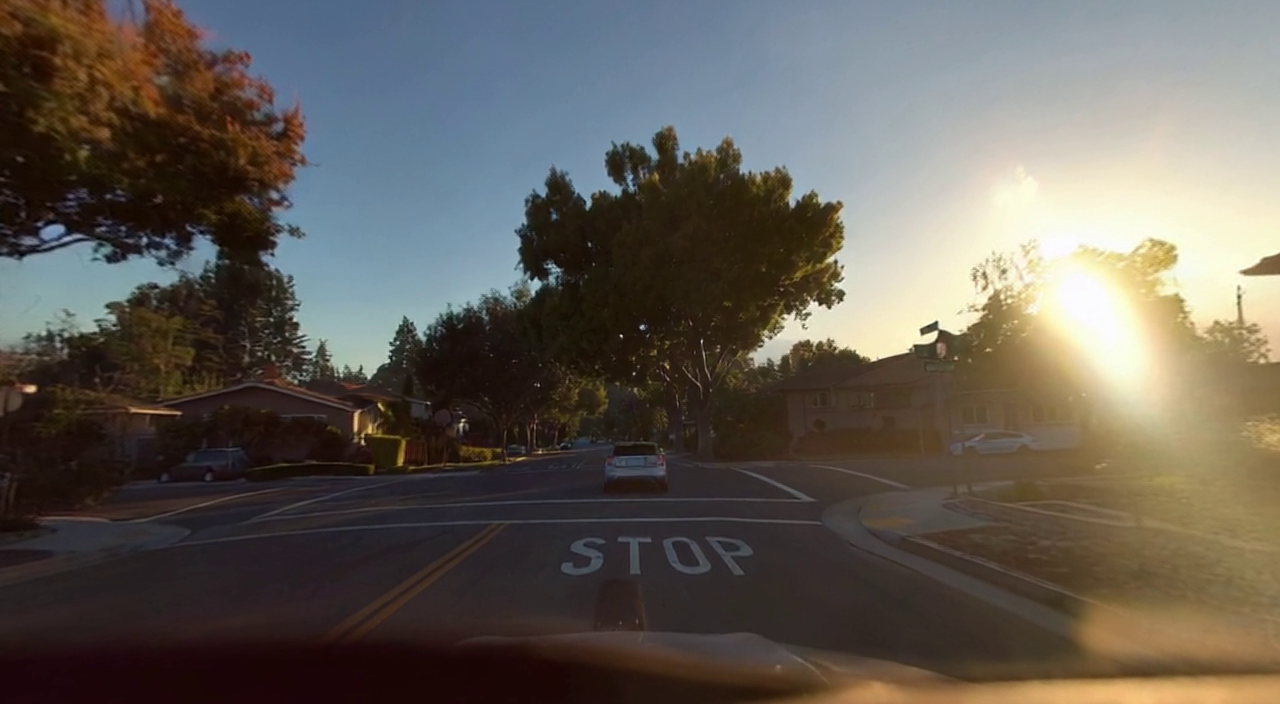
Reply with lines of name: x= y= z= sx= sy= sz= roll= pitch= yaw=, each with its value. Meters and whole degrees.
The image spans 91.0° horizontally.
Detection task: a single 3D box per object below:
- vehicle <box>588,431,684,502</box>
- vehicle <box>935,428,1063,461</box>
vehicle: x=-0.175 y=2.751 z=15.592 sx=2.043 sy=1.484 sz=4.340 roll=0 pitch=-8 yaw=-2
vehicle: x=16.643 y=4.303 z=29.316 sx=4.748 sy=1.488 sz=2.029 roll=0 pitch=-8 yaw=-4
